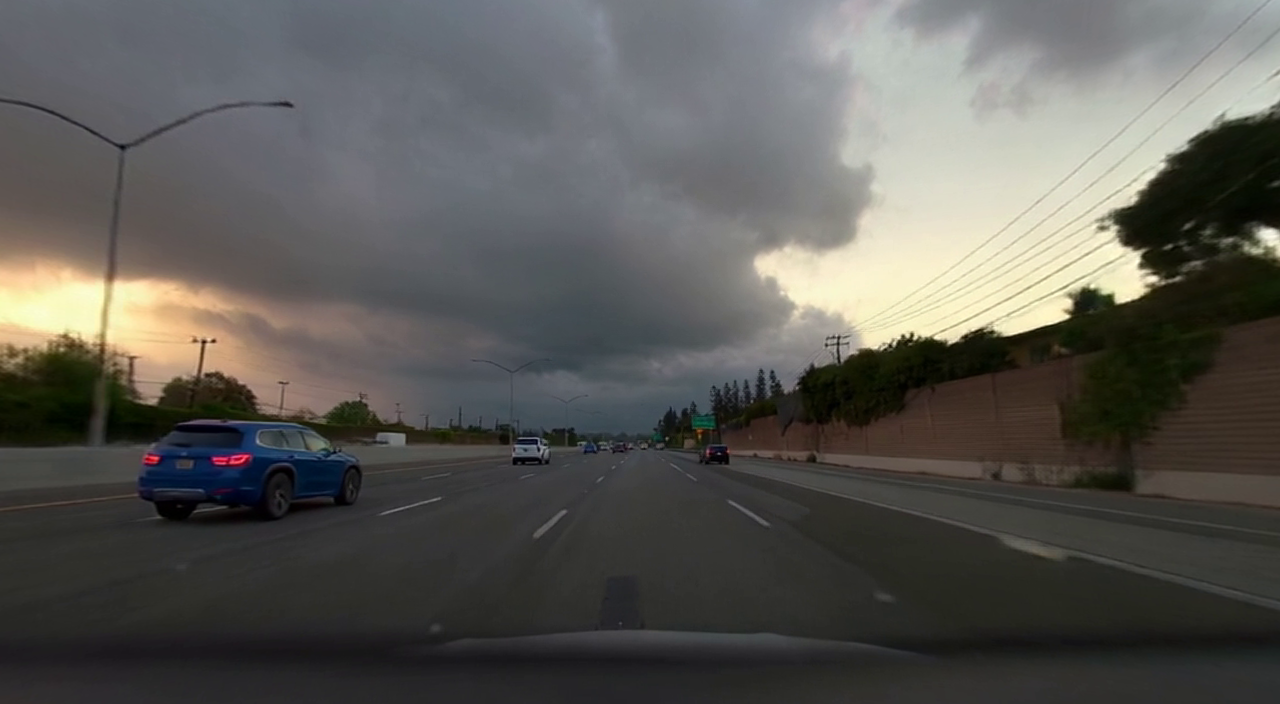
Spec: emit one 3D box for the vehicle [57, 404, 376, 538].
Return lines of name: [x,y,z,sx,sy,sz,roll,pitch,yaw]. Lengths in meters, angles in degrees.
vehicle: [-6.446,1.882,10.475,2.058,1.698,4.567,0,-9,0]

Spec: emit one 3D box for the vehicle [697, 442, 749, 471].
vehicle: [4.645,5.938,35.989,2.251,1.520,4.550,1,-9,-1]

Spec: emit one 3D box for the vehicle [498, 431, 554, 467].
vehicle: [-6.471,5.578,36.248,2.255,1.934,4.868,0,-9,0]
